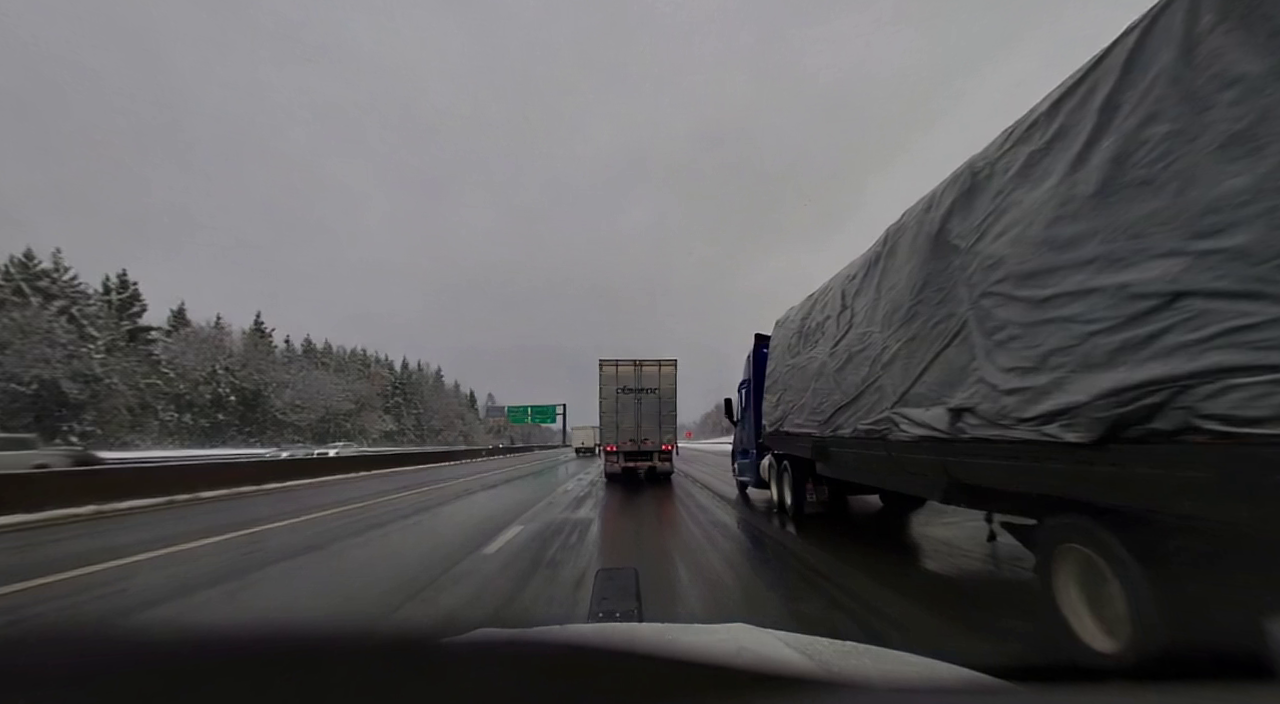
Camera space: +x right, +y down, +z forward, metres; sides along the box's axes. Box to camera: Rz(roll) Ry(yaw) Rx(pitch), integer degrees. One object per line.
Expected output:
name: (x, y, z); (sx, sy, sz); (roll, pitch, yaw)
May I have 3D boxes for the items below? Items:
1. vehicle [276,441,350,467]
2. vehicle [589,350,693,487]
vehicle: (-22.024, 6.880, 42.694); (1.947, 1.556, 5.825); (0, -8, 0)
vehicle: (-0.102, 2.517, 22.816); (2.920, 3.860, 10.035); (0, -8, -2)
